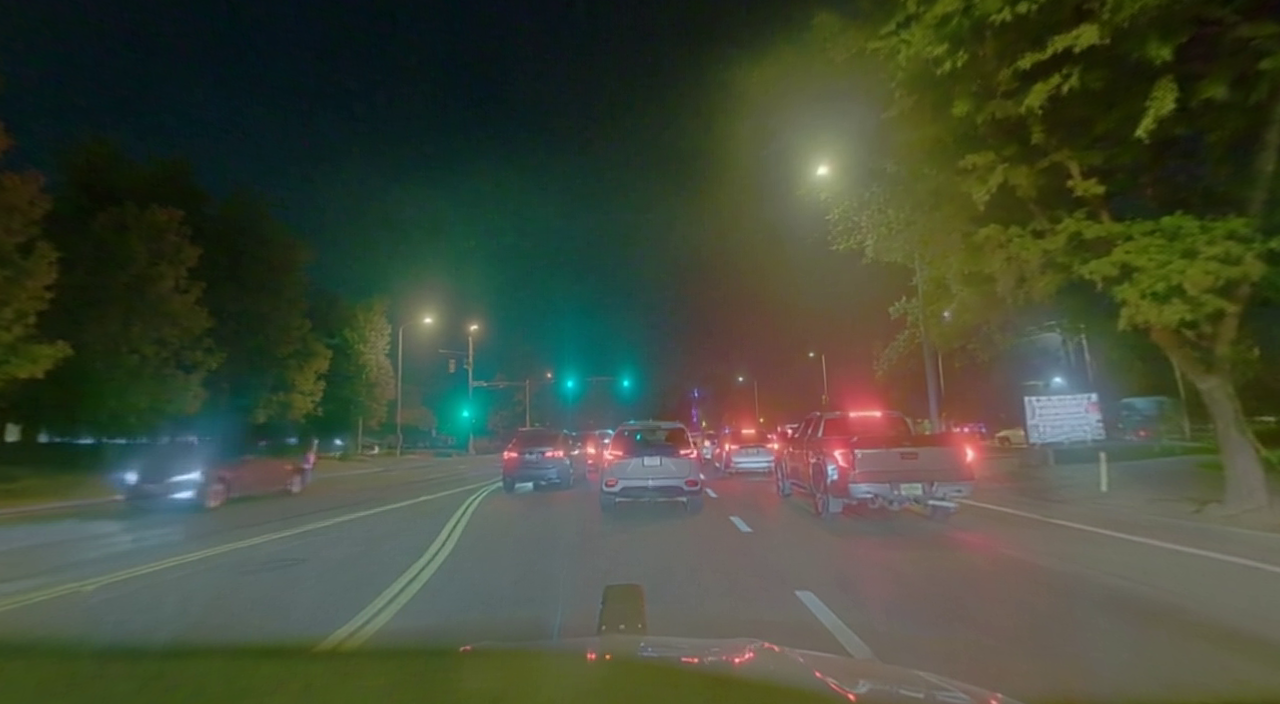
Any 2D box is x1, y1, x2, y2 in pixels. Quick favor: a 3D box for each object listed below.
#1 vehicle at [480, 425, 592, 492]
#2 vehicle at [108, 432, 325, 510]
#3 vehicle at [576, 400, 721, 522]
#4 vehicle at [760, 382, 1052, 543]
[{"bbox_3d":[-2.510,2.728,16.390,2.023,1.494,4.259,0,-9,2],"label":"vehicle"},{"bbox_3d":[-9.298,2.629,14.398,1.868,1.496,4.219,0,-9,3],"label":"vehicle"},{"bbox_3d":[0.211,1.891,11.265,2.113,1.768,3.901,0,-9,3],"label":"vehicle"},{"bbox_3d":[3.662,1.729,10.367,2.317,1.857,5.940,0,-9,1],"label":"vehicle"}]
